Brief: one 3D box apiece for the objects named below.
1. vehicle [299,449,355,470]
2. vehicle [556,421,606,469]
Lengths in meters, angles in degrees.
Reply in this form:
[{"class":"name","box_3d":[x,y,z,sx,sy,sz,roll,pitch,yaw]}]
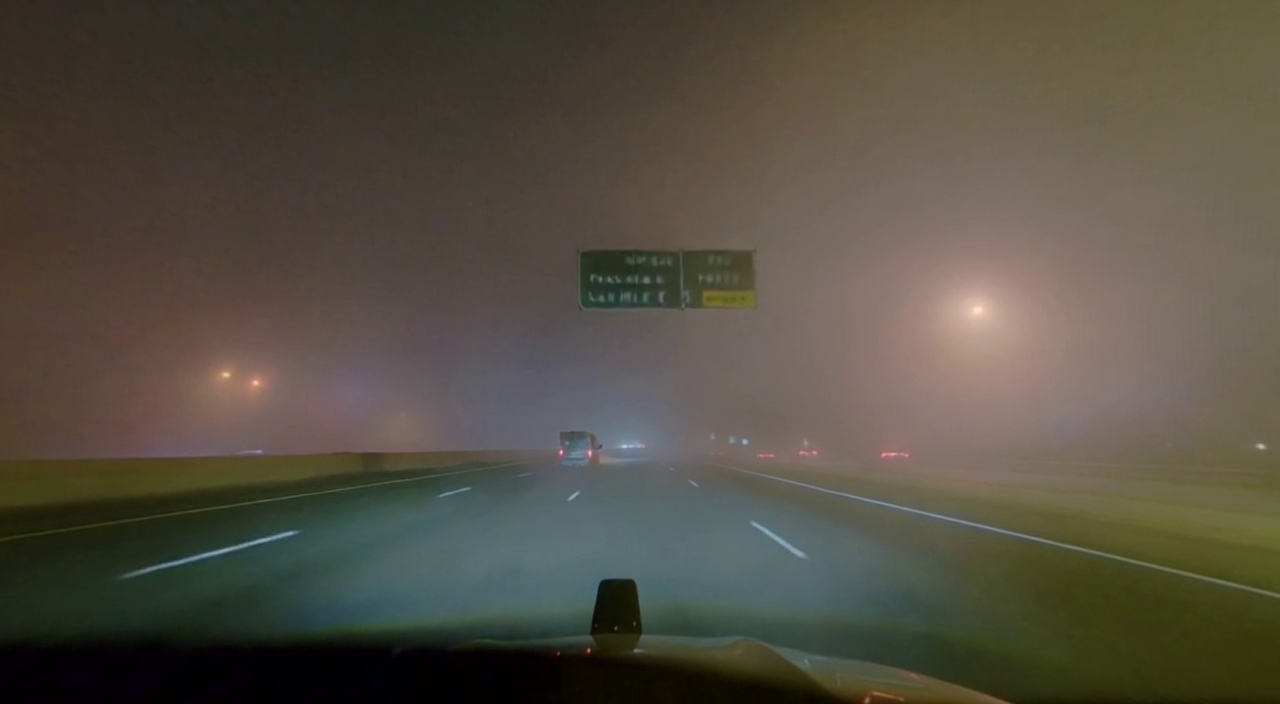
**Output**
[{"class":"vehicle","box_3d":[-22.182,7.620,44.962,1.856,1.422,4.312,0,-9,-1]},{"class":"vehicle","box_3d":[-3.790,6.235,42.340,2.881,2.937,7.045,0,-9,-2]}]
